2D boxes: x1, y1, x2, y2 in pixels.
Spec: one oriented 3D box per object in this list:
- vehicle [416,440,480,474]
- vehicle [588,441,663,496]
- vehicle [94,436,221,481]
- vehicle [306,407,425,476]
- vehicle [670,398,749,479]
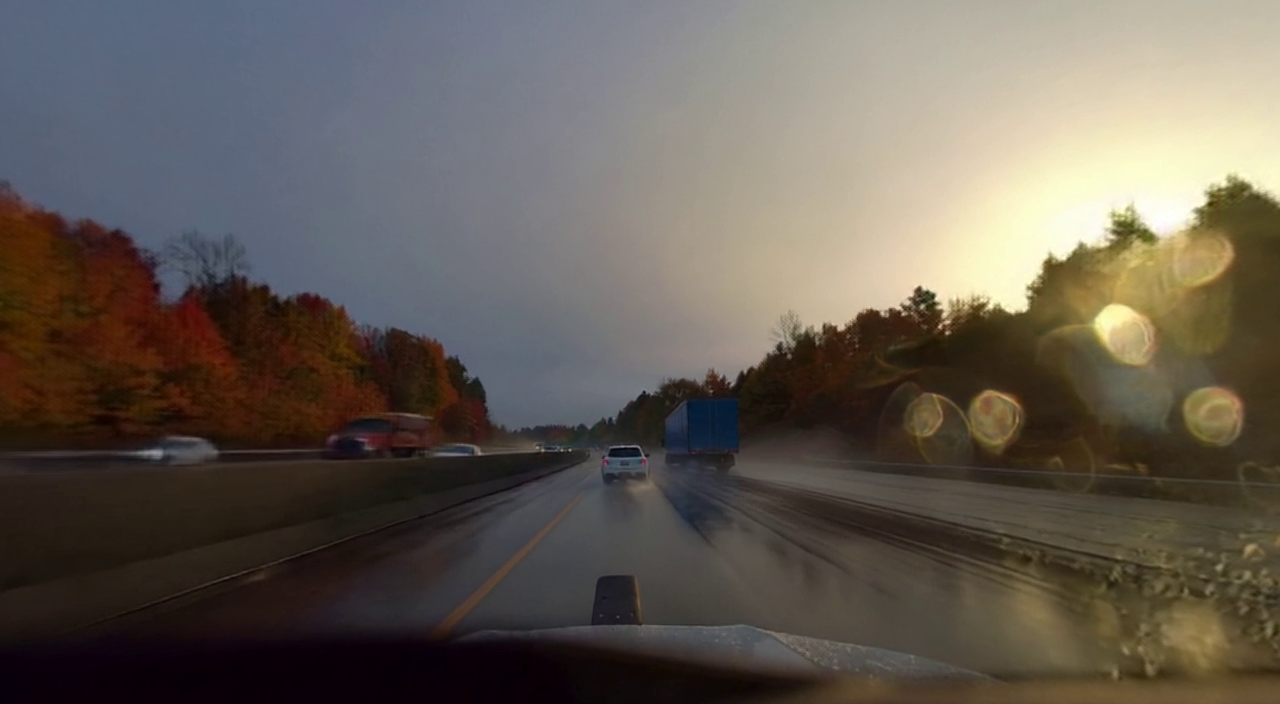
[{"bbox_3d":[-9.453,5.221,31.271,1.878,1.518,4.377,0,-9,-1],"label":"vehicle"},{"bbox_3d":[-0.458,3.597,19.689,2.099,1.506,4.097,0,-9,-1],"label":"vehicle"},{"bbox_3d":[-19.238,4.255,25.269,1.917,1.611,4.188,0,-9,-3],"label":"vehicle"},{"bbox_3d":[-13.321,4.494,31.237,2.680,2.986,7.285,0,-9,-1],"label":"vehicle"},{"bbox_3d":[3.811,5.462,38.542,2.900,4.013,14.455,0,-9,-1],"label":"vehicle"}]
